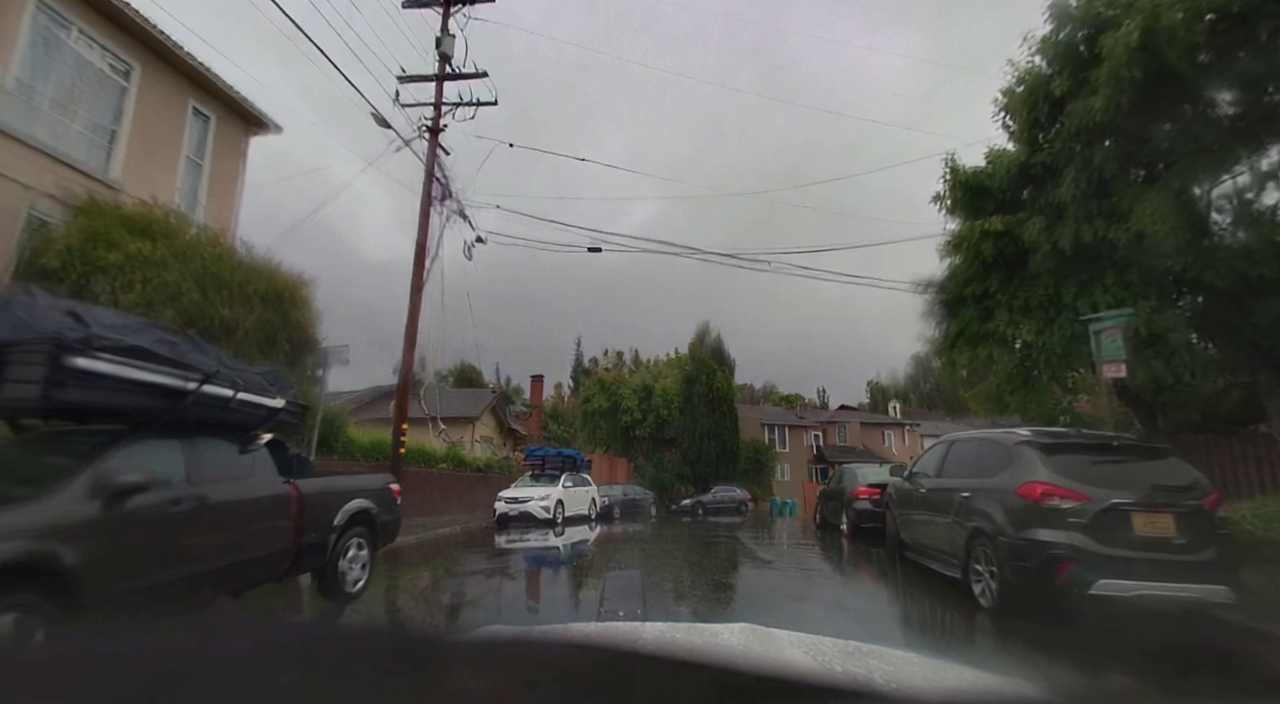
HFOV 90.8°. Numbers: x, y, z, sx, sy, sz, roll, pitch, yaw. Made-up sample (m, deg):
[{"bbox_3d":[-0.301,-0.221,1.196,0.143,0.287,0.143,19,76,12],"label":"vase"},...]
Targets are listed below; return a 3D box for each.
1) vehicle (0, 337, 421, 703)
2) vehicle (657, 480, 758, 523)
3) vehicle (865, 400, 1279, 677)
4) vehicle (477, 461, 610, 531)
[{"bbox_3d":[-3.570,0.994,3.739,2.195,1.797,5.890,0,-7,3],"label":"vehicle"},{"bbox_3d":[3.098,6.742,28.776,4.217,1.547,2.082,6,-10,-33],"label":"vehicle"},{"bbox_3d":[4.125,1.614,6.775,1.899,1.877,4.668,1,-8,3],"label":"vehicle"},{"bbox_3d":[-2.559,4.090,18.415,2.247,1.702,5.043,-2,-11,10],"label":"vehicle"}]
